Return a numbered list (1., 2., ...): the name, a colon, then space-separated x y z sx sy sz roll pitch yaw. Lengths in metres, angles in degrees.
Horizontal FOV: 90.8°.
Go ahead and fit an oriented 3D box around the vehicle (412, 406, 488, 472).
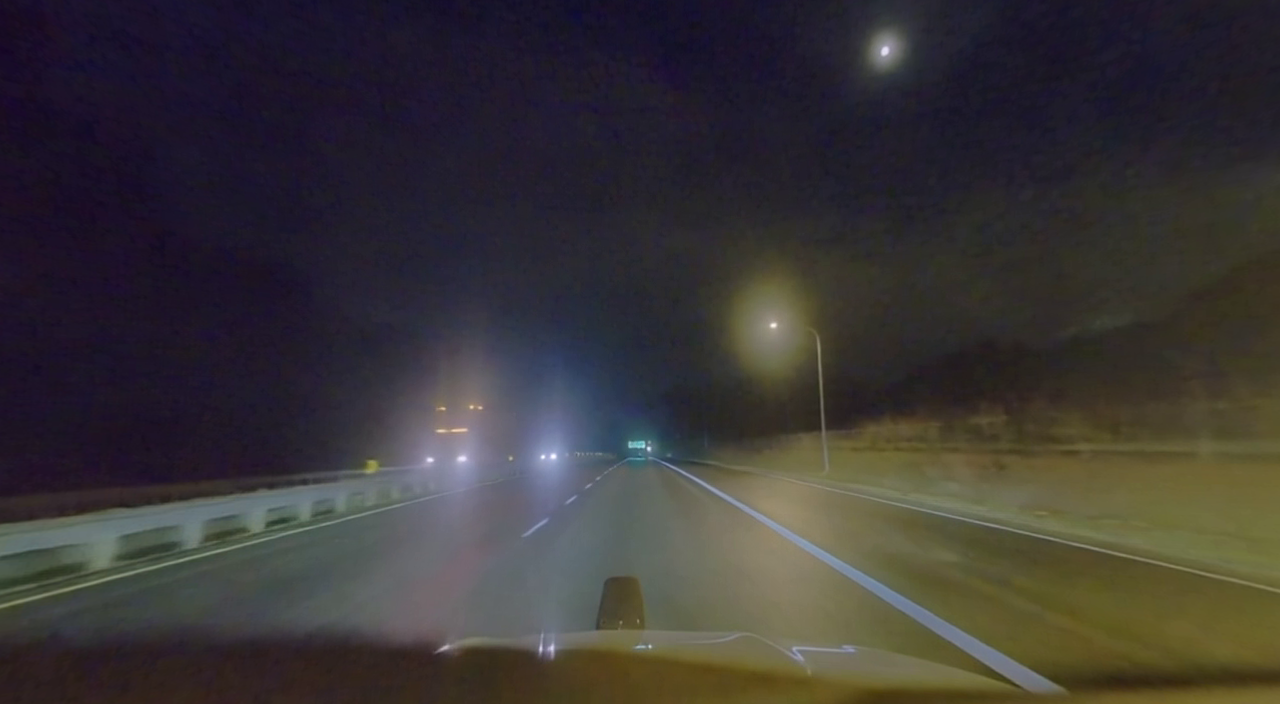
1. vehicle: -11.931 5.588 40.288 2.945 3.831 5.831 0 -9 0
